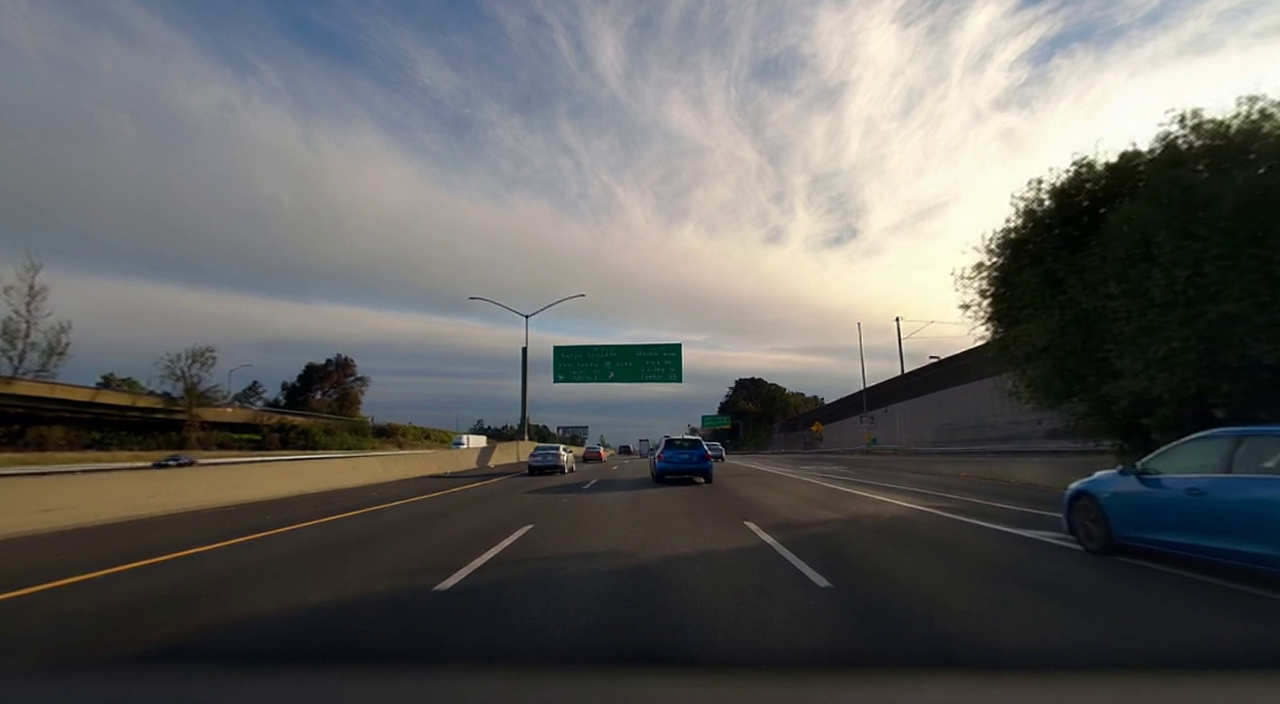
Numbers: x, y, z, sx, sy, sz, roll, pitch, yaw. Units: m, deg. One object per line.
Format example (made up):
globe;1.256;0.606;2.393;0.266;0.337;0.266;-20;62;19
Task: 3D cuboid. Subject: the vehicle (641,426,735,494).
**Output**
vehicle;1.243;3.123;18.467;2.202;1.748;4.158;1;-8;-3

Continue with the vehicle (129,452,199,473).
vehicle;-37.248;8.648;49.436;1.780;1.529;4.627;0;-8;1

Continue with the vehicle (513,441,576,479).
vehicle;-4.020;4.629;27.262;2.031;1.491;4.145;0;-8;1

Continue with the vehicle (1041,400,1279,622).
vehicle;5.843;1.269;5.228;2.055;1.656;4.370;0;-8;-1
